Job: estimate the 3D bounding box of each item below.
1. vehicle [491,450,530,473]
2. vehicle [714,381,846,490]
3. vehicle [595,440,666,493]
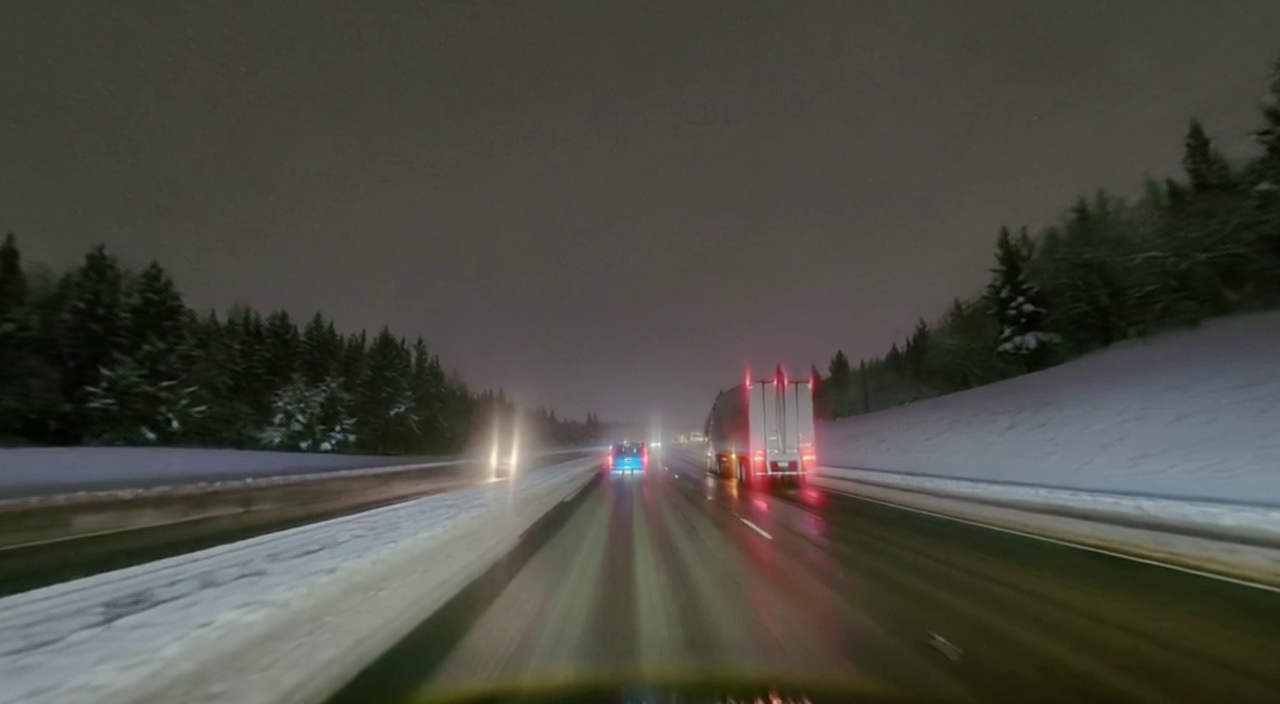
[{"bbox_3d":[-9.023,7.668,43.930,1.844,1.501,3.817,-1,-9,0],"label":"vehicle"},{"bbox_3d":[4.561,3.001,22.194,2.791,3.201,7.145,0,-9,-2],"label":"vehicle"},{"bbox_3d":[-0.289,3.623,20.172,2.066,1.490,3.759,-1,-9,0],"label":"vehicle"}]
